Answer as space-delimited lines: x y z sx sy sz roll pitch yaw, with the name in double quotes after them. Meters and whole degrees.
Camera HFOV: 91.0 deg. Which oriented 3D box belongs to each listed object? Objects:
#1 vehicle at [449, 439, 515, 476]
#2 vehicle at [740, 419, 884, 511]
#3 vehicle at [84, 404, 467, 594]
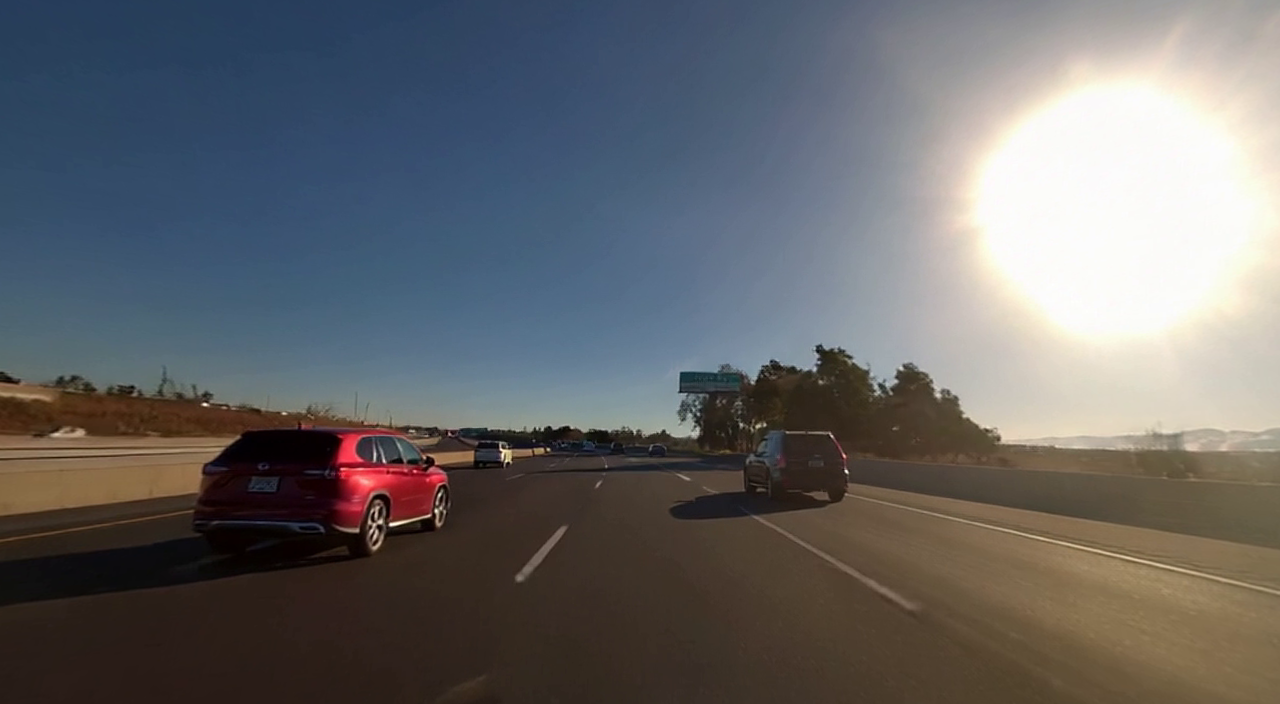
-7.863 5.306 31.763 2.095 1.696 4.680 0 -9 0 "vehicle"
3.915 2.686 15.358 2.153 1.860 4.689 0 -9 0 "vehicle"
-4.014 1.703 8.147 2.214 1.743 4.465 0 -9 1 "vehicle"
